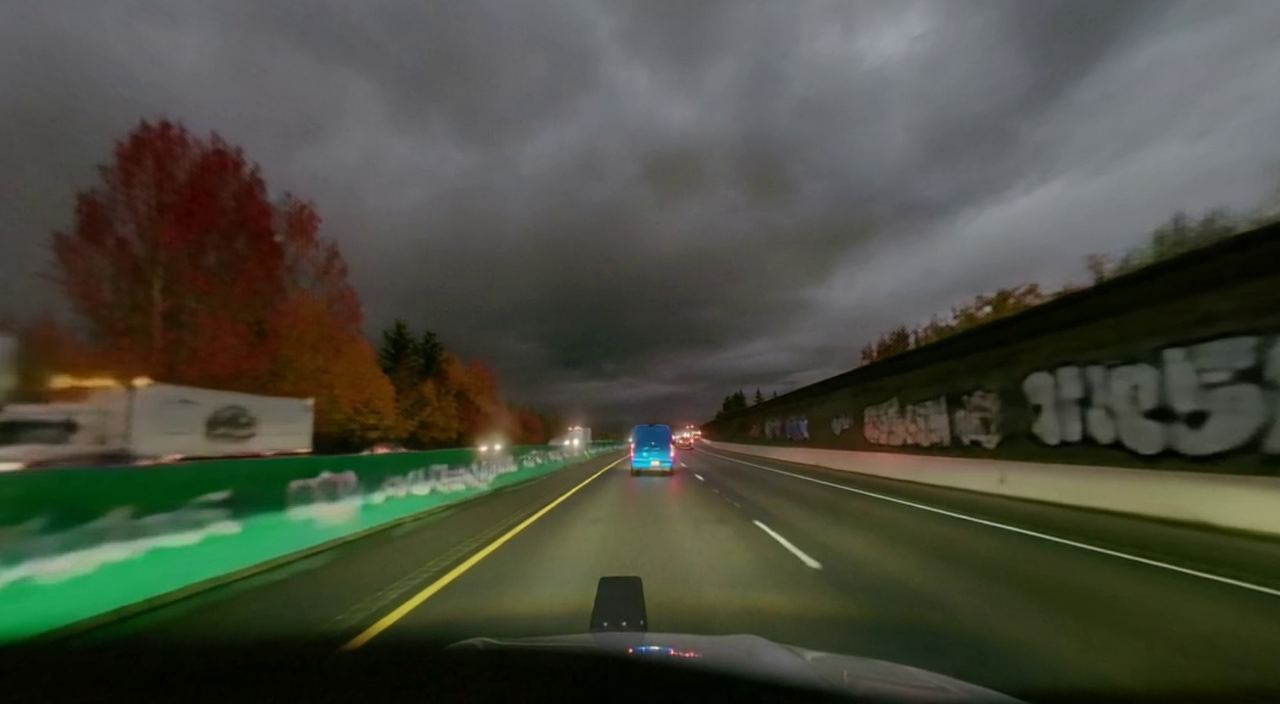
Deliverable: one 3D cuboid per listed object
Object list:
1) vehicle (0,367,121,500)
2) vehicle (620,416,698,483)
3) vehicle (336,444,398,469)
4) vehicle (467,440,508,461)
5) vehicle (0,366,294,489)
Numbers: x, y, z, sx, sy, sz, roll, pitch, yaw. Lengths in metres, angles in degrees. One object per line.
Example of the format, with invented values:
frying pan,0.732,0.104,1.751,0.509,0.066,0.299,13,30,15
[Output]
vehicle,-21.032,2.718,20.939,2.894,4.043,4.966,1,-8,1
vehicle,0.544,3.174,20.618,2.283,1.956,4.421,0,-8,0
vehicle,-16.687,6.391,38.613,1.826,1.450,4.080,0,-8,2
vehicle,-11.966,7.744,49.620,1.956,1.510,4.329,0,-8,2
vehicle,-21.014,3.515,28.064,2.948,4.094,14.078,0,-8,1
